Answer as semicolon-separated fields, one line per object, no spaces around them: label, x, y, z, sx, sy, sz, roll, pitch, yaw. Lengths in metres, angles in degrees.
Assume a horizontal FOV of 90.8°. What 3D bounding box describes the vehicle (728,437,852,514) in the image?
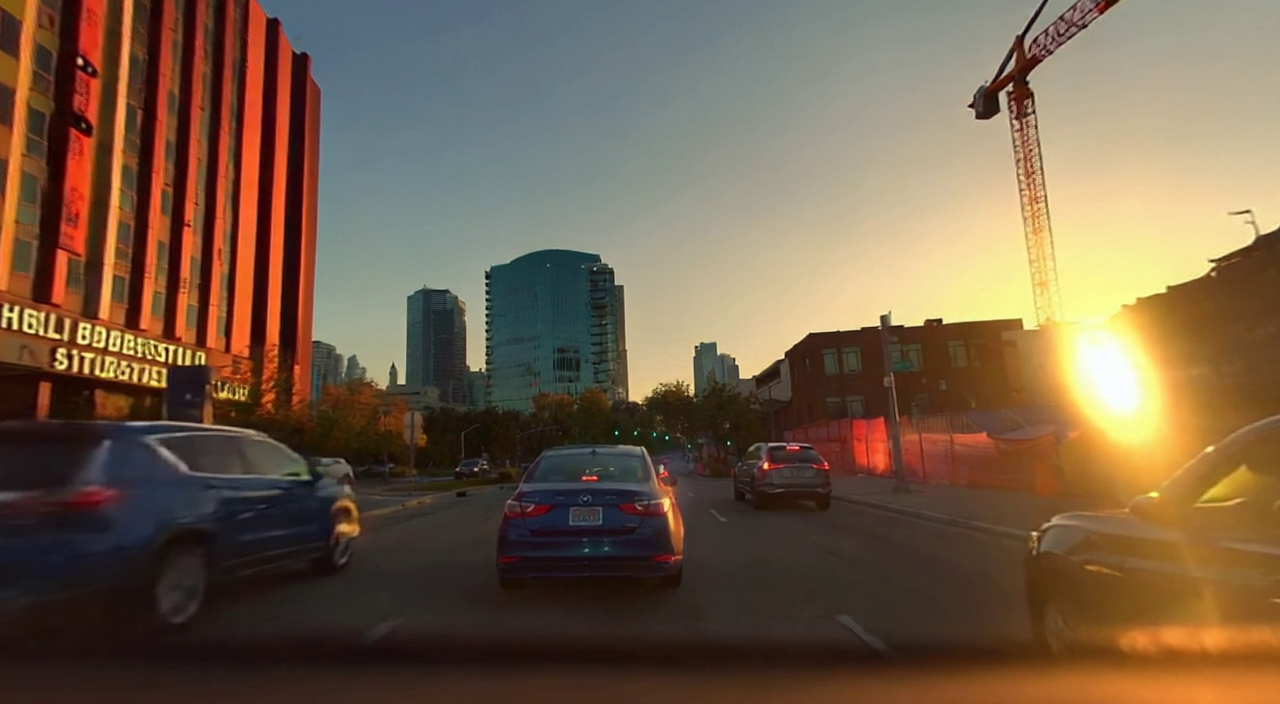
vehicle;3.925;3.314;17.597;2.185;1.797;4.934;0;-8;-1

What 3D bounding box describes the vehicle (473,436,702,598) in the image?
vehicle;-0.457;1.857;8.067;2.131;1.496;4.193;0;-8;1

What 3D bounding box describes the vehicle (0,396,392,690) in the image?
vehicle;-4.317;1.426;5.899;2.201;1.691;4.305;0;-8;1

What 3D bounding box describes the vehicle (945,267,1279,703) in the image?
vehicle;3.392;0.656;2.103;2.182;1.954;5.341;0;-8;2
